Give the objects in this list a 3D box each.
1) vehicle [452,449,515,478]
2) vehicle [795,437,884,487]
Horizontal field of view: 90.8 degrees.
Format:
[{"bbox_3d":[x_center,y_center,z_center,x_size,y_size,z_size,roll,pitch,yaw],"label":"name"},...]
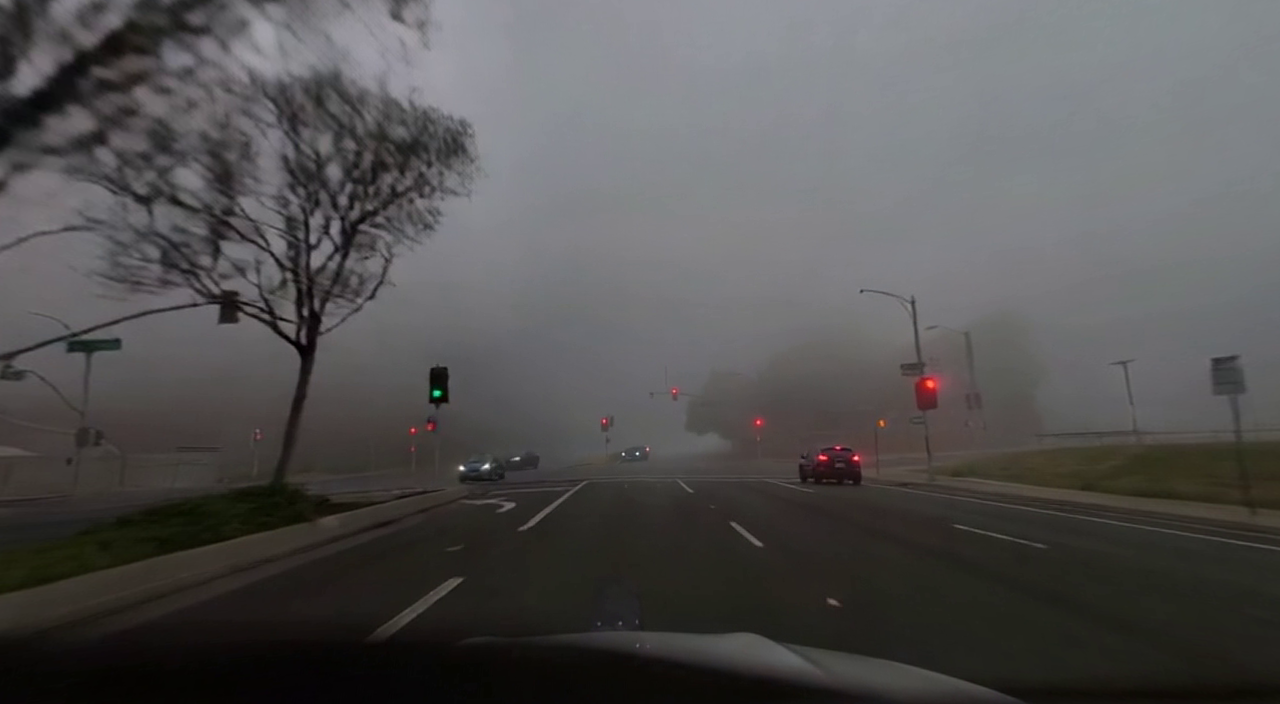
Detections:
[{"bbox_3d":[-9.420,6.609,37.831,2.065,1.477,4.519,3,-9,-37],"label":"vehicle"},{"bbox_3d":[7.352,4.086,23.768,2.011,1.710,4.357,0,-9,2],"label":"vehicle"}]
